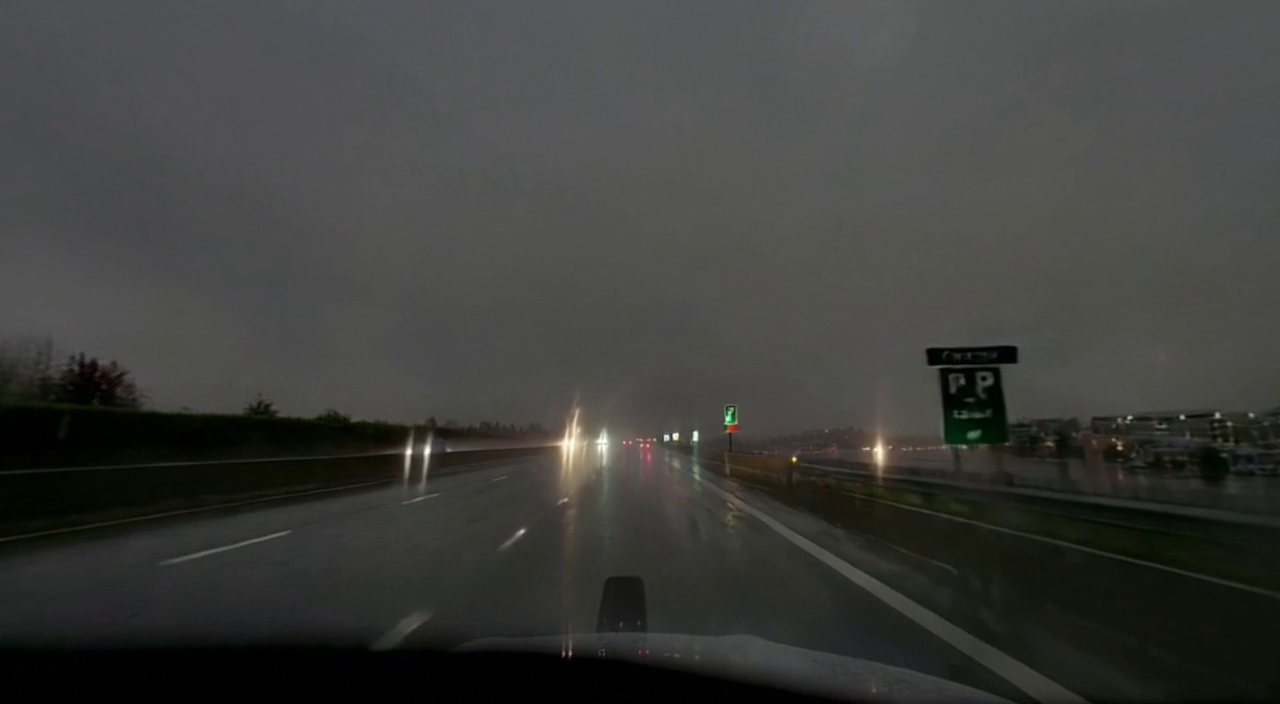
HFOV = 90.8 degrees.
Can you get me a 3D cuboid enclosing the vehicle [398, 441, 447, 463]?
[{"bbox_3d":[-16.211,7.494,47.321,2.130,1.507,4.361,0,-9,0],"label":"vehicle"}]
